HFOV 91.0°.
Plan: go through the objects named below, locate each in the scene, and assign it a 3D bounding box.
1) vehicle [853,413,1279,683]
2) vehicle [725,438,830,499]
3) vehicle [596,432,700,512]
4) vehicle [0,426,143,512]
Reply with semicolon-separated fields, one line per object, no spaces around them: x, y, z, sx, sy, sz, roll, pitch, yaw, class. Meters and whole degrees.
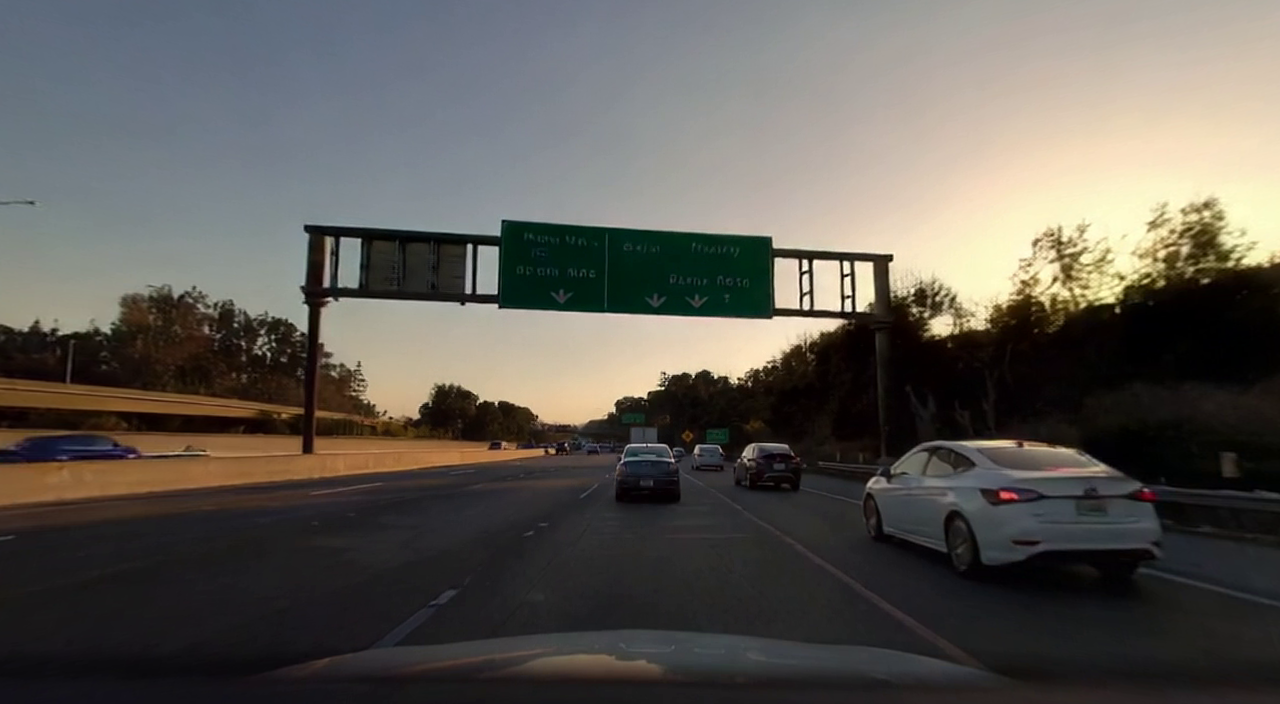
3.723;1.434;5.794;1.979;1.504;4.377;0;-9;0;vehicle
3.746;3.251;17.934;2.044;1.523;3.947;0;-9;-1;vehicle
0.166;2.661;14.378;2.044;1.554;3.824;0;-9;0;vehicle
-14.028;2.553;13.983;2.104;1.728;4.679;0;-9;0;vehicle
